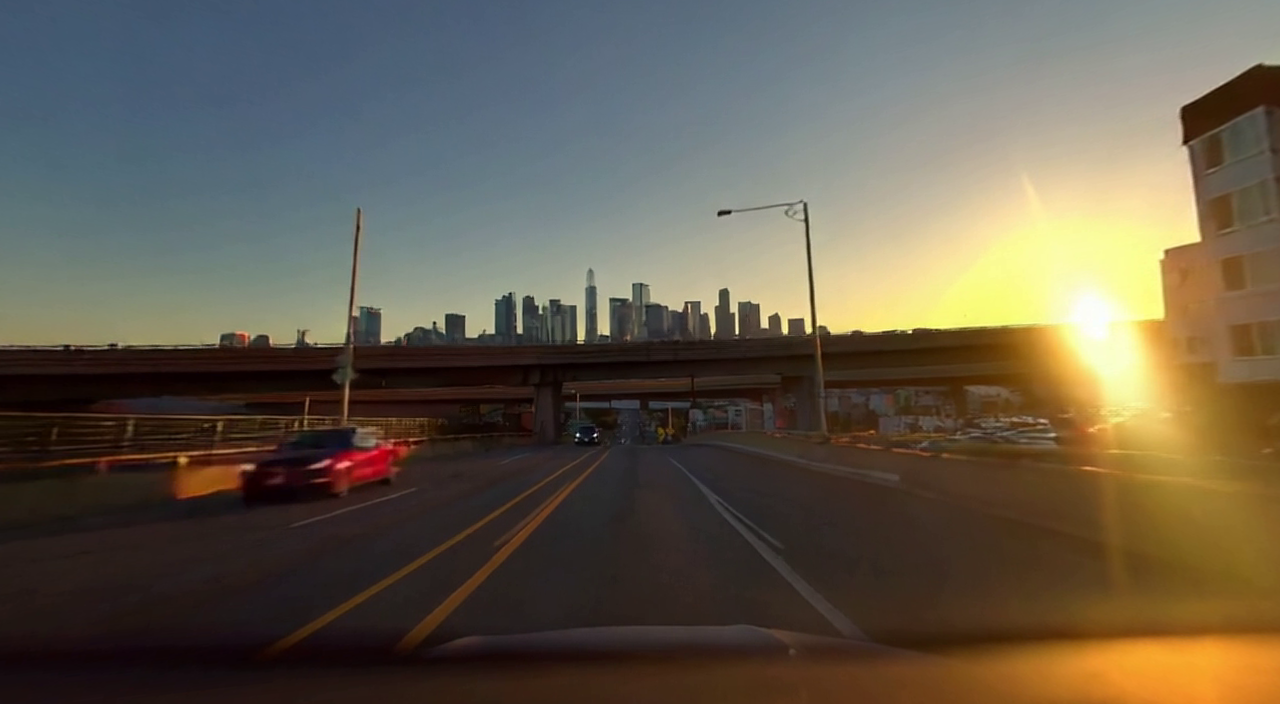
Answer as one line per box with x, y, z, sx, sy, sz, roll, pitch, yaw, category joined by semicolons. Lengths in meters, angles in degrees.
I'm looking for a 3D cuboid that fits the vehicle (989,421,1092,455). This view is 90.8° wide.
26.599;5.739;42.093;5.341;1.770;2.438;4;-7;0;vehicle

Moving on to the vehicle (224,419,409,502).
-7.436;2.555;15.174;2.025;1.664;4.459;0;-9;0;vehicle
